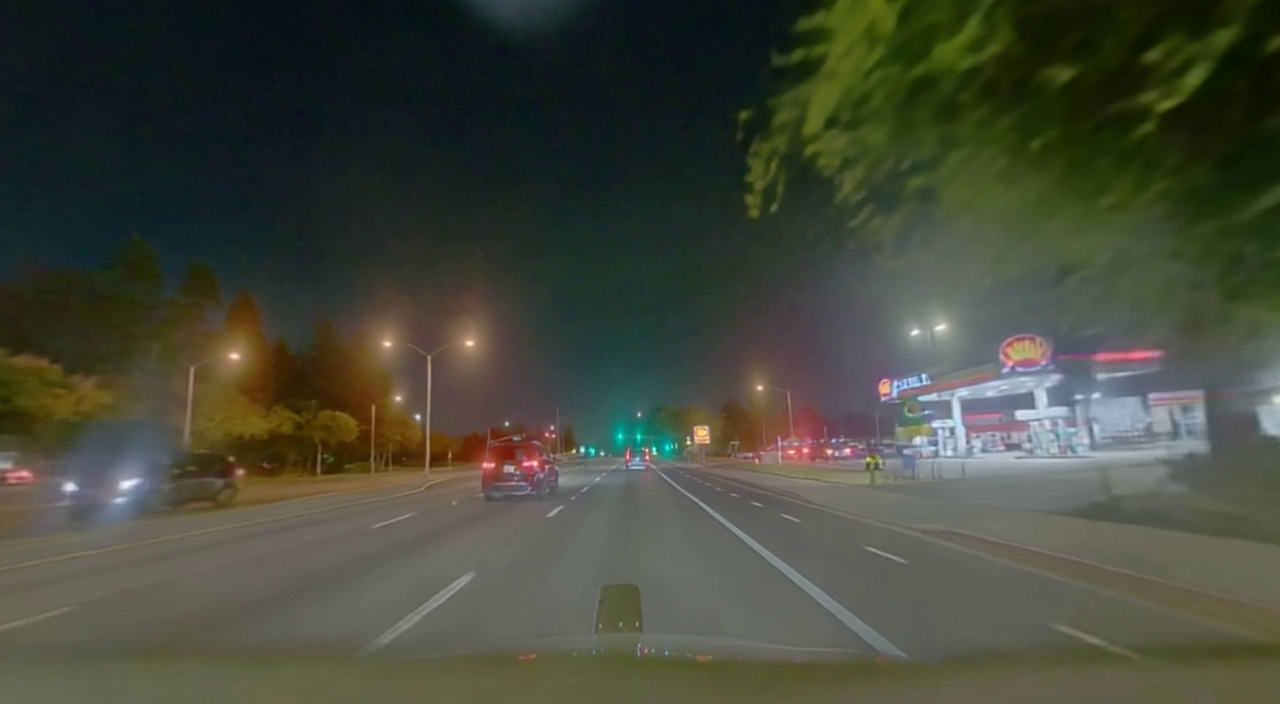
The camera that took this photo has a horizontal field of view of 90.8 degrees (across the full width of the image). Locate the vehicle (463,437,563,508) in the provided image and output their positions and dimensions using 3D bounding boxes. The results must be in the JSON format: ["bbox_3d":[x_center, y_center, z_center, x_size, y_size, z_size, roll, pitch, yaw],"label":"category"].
[{"bbox_3d":[-3.548,3.461,18.580,1.985,1.772,4.479,-1,-9,0],"label":"vehicle"}]

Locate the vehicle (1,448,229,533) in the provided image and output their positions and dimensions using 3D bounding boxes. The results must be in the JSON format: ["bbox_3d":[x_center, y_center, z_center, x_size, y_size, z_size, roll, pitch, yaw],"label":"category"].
[{"bbox_3d":[-11.780,3.079,14.654,1.893,1.622,4.161,0,-9,-4],"label":"vehicle"}]
